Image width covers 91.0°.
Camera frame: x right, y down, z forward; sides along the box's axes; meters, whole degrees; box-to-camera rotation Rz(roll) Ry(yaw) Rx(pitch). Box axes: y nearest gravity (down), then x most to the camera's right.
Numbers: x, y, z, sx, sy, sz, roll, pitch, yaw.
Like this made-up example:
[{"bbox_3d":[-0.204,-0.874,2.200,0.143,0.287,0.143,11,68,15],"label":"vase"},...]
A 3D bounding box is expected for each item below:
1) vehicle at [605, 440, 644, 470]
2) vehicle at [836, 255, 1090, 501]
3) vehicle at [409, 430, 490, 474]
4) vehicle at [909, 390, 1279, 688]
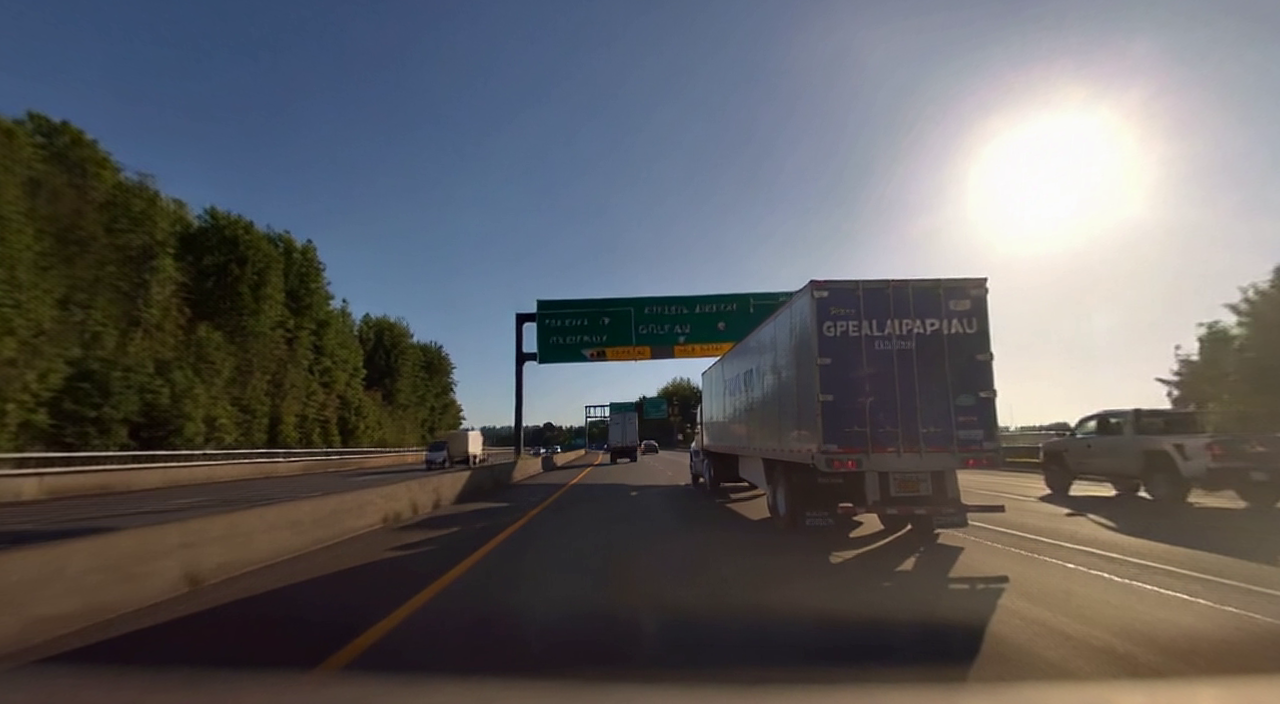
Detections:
[{"bbox_3d":[-0.821,5.443,33.475,1.943,1.491,3.459,0,-8,-2],"label":"vehicle"},{"bbox_3d":[4.282,0.417,8.806,2.244,3.047,2.035,0,-8,-2],"label":"vehicle"},{"bbox_3d":[-12.754,6.744,43.111,2.774,2.621,9.453,0,-8,-1],"label":"vehicle"},{"bbox_3d":[4.590,1.234,5.297,4.253,1.543,2.045,4,-9,-30],"label":"vehicle"}]
